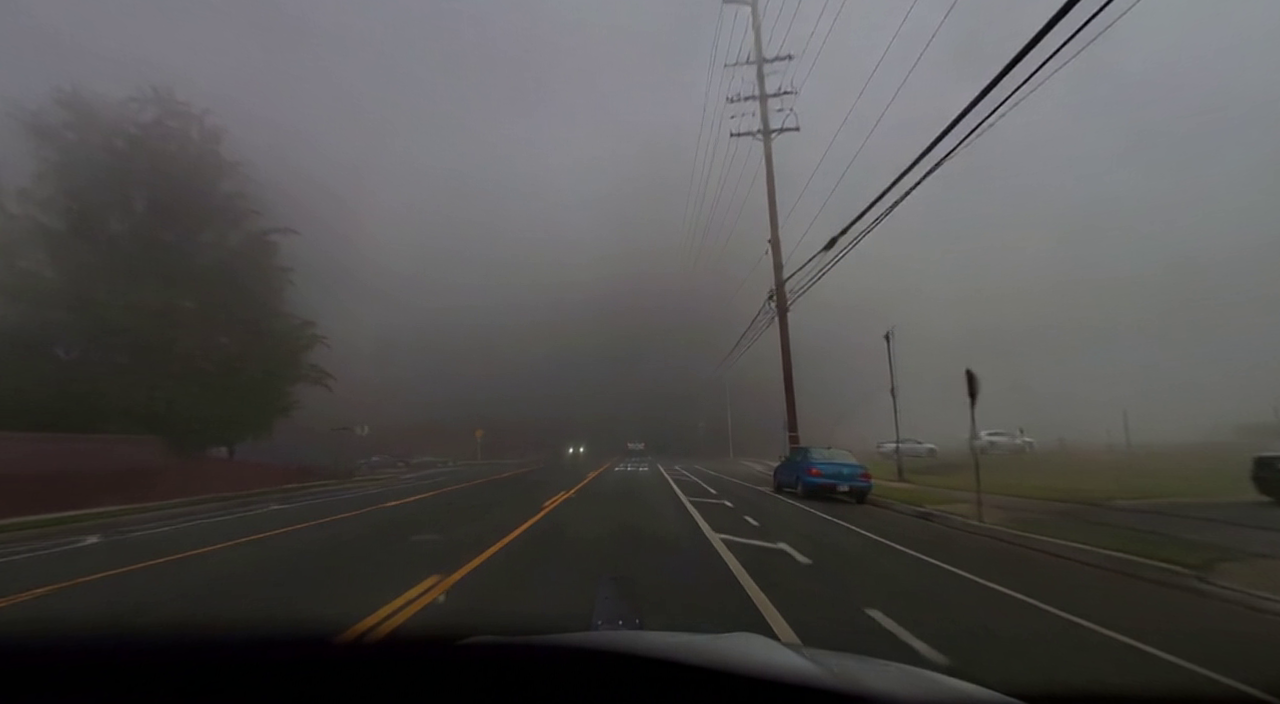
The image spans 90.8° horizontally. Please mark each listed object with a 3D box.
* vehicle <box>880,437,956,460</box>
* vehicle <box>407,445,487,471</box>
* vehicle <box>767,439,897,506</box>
[{"bbox_3d":[18.938,6.561,43.130,4.292,1.489,1.895,0,-8,0],"label":"vehicle"},{"bbox_3d":[-14.065,7.751,46.265,5.190,1.502,2.085,-4,-8,-1],"label":"vehicle"},{"bbox_3d":[4.764,3.040,16.456,1.987,1.479,4.562,0,-8,0],"label":"vehicle"}]
